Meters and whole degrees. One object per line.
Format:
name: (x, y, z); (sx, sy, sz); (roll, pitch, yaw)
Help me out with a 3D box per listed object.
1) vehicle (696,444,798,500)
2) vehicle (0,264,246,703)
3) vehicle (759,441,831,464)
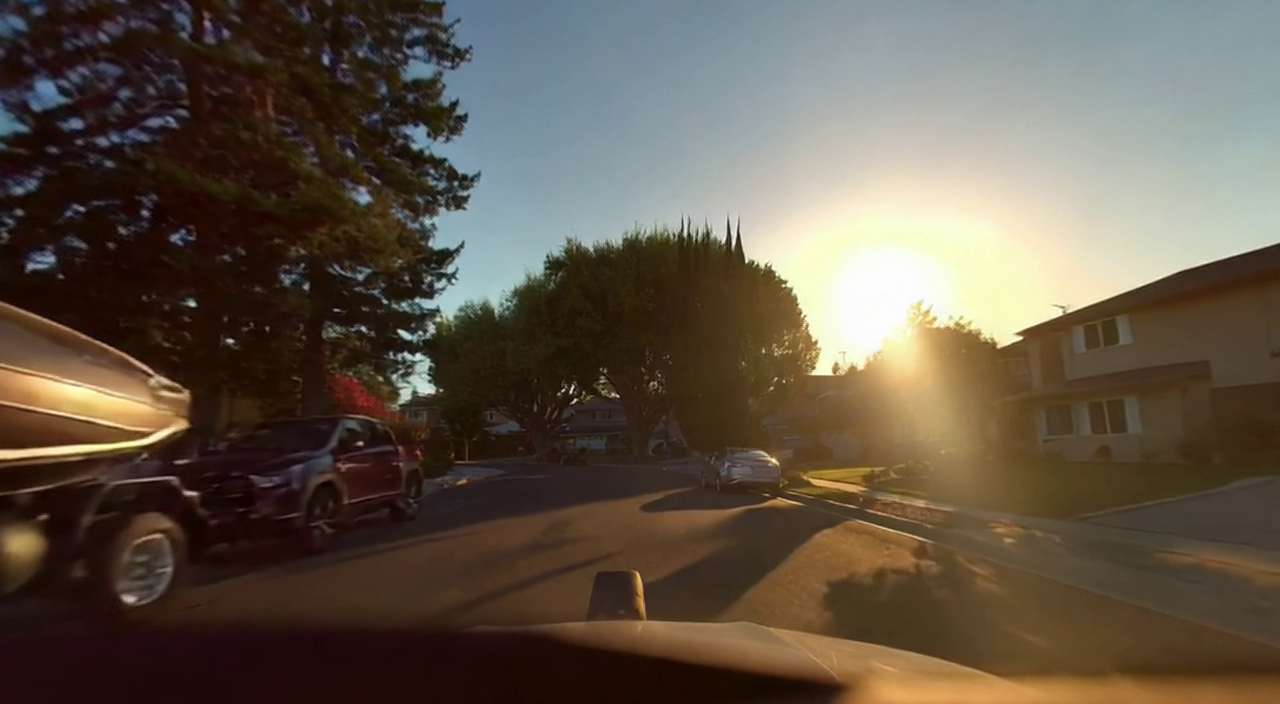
vehicle: (3.109, 3.612, 19.464); (1.998, 1.489, 4.722); (1, -9, -4)
vehicle: (-4.473, 0.502, 1.721); (2.632, 2.249, 6.179); (0, -9, 2)
vehicle: (10.274, 6.653, 41.685); (4.252, 1.429, 1.907); (3, -9, -22)
